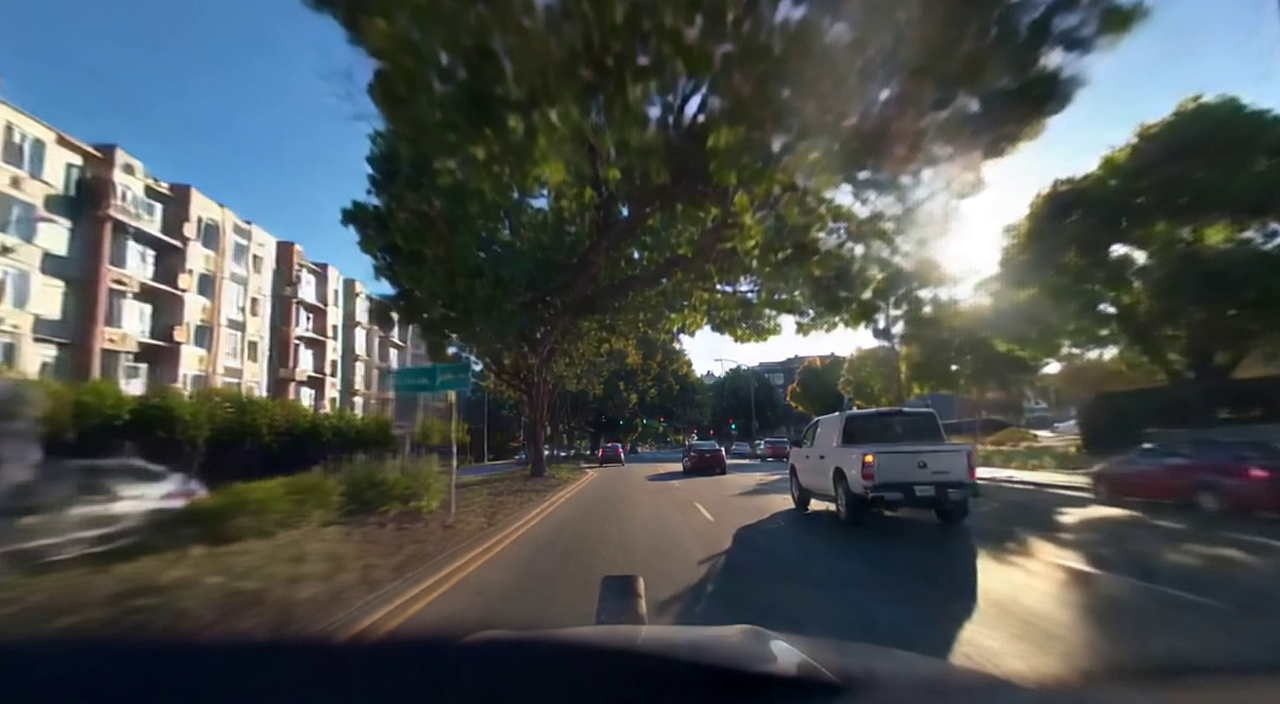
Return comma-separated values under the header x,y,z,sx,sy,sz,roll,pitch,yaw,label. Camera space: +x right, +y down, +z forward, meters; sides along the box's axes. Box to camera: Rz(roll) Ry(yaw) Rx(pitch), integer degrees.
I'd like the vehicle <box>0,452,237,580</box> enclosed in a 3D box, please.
x,y,z,sx,sy,sz,roll,pitch,yaw,label
-8.678,2.323,9.789,1.949,1.503,4.388,0,-9,0,vehicle

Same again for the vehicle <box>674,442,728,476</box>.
x,y,z,sx,sy,sz,roll,pitch,yaw,label
2.782,5.013,29.803,2.003,1.480,4.494,0,-9,-1,vehicle

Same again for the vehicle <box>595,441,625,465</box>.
x,y,z,sx,sy,sz,roll,pitch,yaw,label
-2.298,7.577,47.586,2.065,1.716,4.265,1,-9,-5,vehicle

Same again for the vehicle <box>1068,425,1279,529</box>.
x,y,z,sx,sy,sz,roll,pitch,yaw,label
10.151,2.092,10.997,2.134,1.472,4.519,0,-9,-2,vehicle

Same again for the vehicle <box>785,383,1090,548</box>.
x,y,z,sx,sy,sz,roll,pitch,yaw,label
4.314,1.831,10.706,2.427,2.017,5.763,0,-9,1,vehicle

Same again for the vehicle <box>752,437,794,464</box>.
x,y,z,sx,sy,sz,roll,pitch,yaw,label
9.547,7.123,45.778,2.064,1.837,4.724,0,-9,0,vehicle
